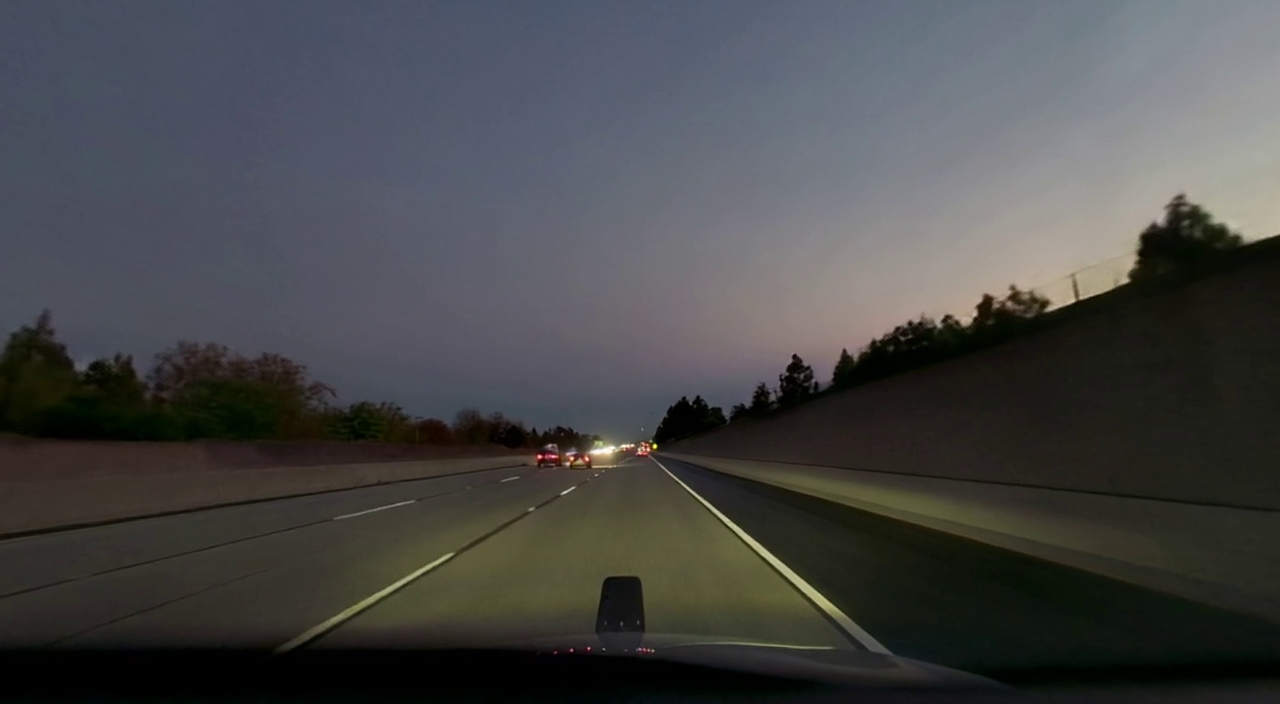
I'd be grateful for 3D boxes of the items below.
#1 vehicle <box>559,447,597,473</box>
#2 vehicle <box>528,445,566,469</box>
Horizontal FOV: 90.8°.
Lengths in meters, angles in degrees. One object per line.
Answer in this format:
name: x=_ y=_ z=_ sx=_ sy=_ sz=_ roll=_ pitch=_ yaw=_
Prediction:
vehicle: x=-3.747 y=6.605 z=38.690 sx=1.893 sy=1.521 sz=3.742 roll=0 pitch=-9 yaw=0
vehicle: x=-7.075 y=8.027 z=48.514 sx=2.173 sy=1.722 sz=4.869 roll=0 pitch=-9 yaw=1
